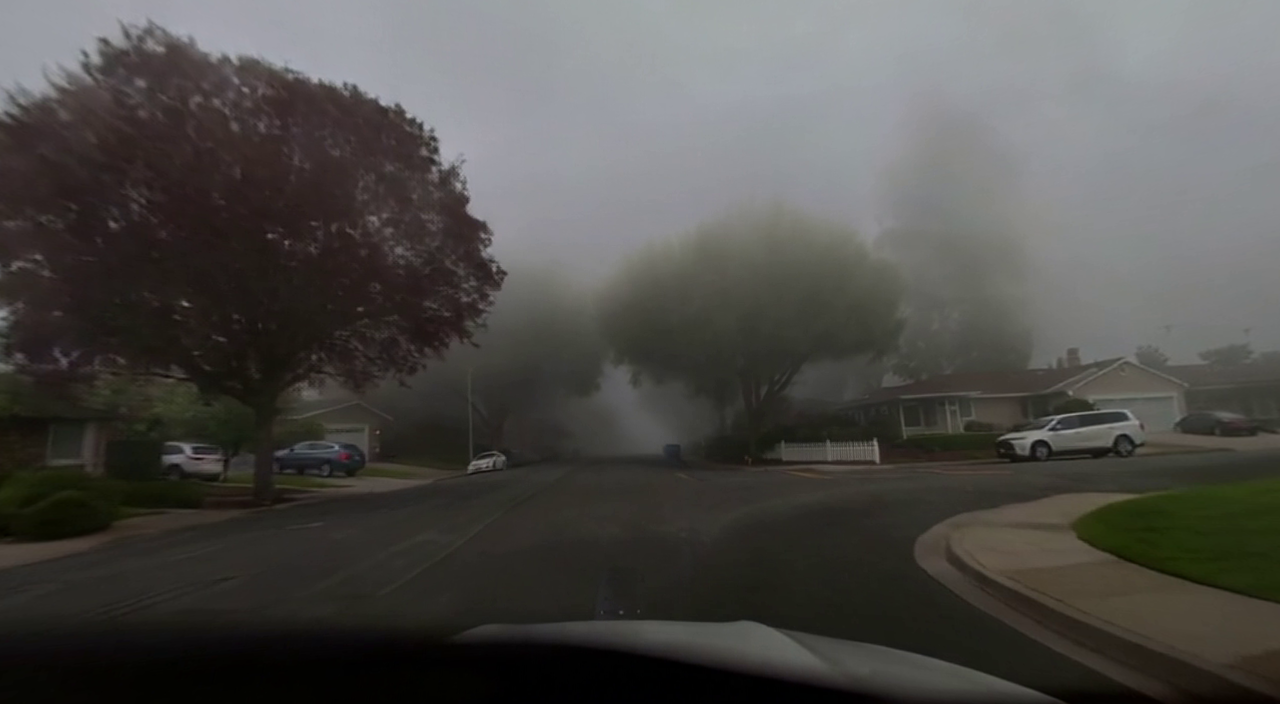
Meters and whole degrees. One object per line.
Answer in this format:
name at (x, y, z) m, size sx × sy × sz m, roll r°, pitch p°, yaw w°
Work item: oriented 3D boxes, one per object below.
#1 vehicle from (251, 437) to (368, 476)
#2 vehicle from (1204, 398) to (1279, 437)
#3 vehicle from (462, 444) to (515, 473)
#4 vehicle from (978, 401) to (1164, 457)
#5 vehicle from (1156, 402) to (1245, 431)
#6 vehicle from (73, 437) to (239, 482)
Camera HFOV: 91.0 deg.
vehicle at (-16.563, 5.235, 31.790) m, size 4.683 × 1.849 × 2.044 m, roll 1°, pitch -9°, yaw -5°
vehicle at (33.938, 3.644, 34.384) m, size 2.029 × 1.747 × 4.373 m, roll 0°, pitch -11°, yaw -2°
vehicle at (-8.796, 6.198, 36.929) m, size 2.040 × 1.525 × 5.212 m, roll 0°, pitch -9°, yaw -3°
vehicle at (17.257, 3.152, 25.372) m, size 6.088 × 2.084 × 2.337 m, roll 1°, pitch -9°, yaw -10°
vehicle at (34.829, 4.104, 39.311) m, size 1.971 × 1.581 × 4.495 m, roll -2°, pitch -9°, yaw 10°
vehicle at (-18.849, 4.182, 24.799) m, size 1.829 × 1.584 × 4.748 m, roll -5°, pitch -10°, yaw 27°
